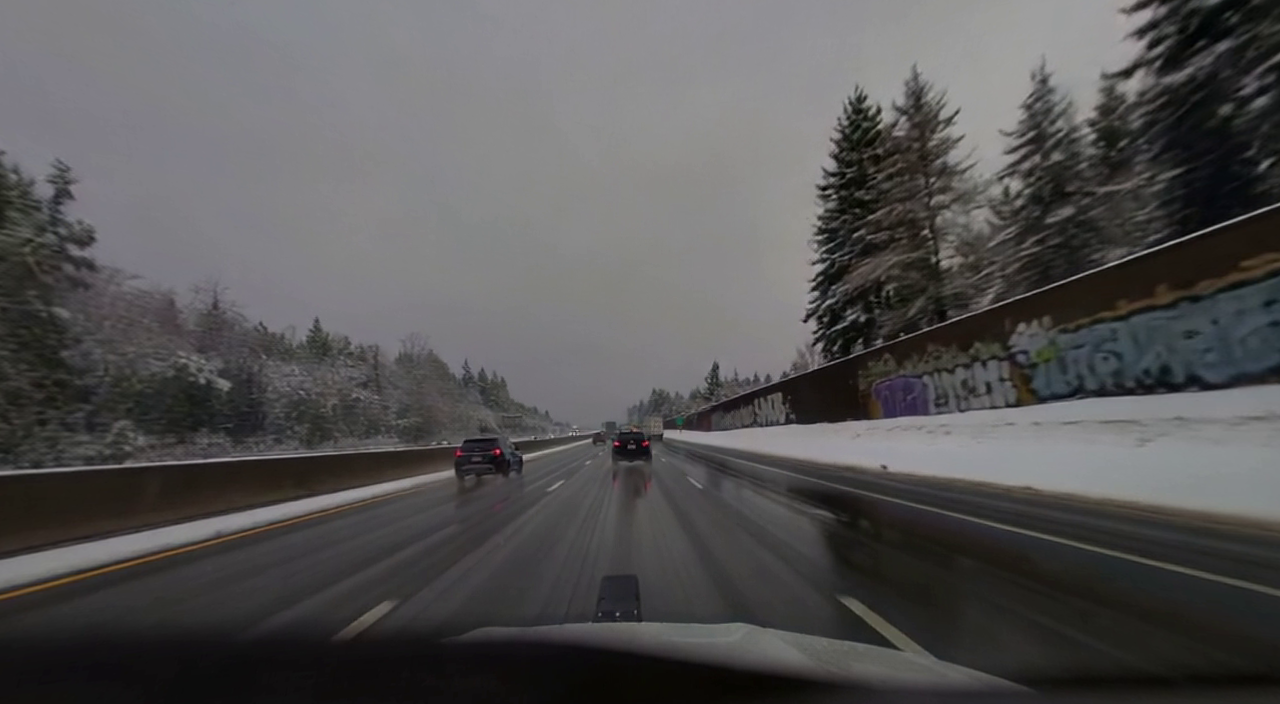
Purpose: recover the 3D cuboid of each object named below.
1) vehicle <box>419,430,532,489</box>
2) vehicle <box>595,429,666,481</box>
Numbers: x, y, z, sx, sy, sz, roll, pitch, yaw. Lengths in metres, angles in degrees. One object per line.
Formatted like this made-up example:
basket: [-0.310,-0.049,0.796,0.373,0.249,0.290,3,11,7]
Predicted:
vehicle: [-4.475,2.979,17.910,2.022,1.440,4.491,0,-8,0]
vehicle: [-0.330,3.218,20.007,2.044,1.477,3.693,0,-8,-2]
